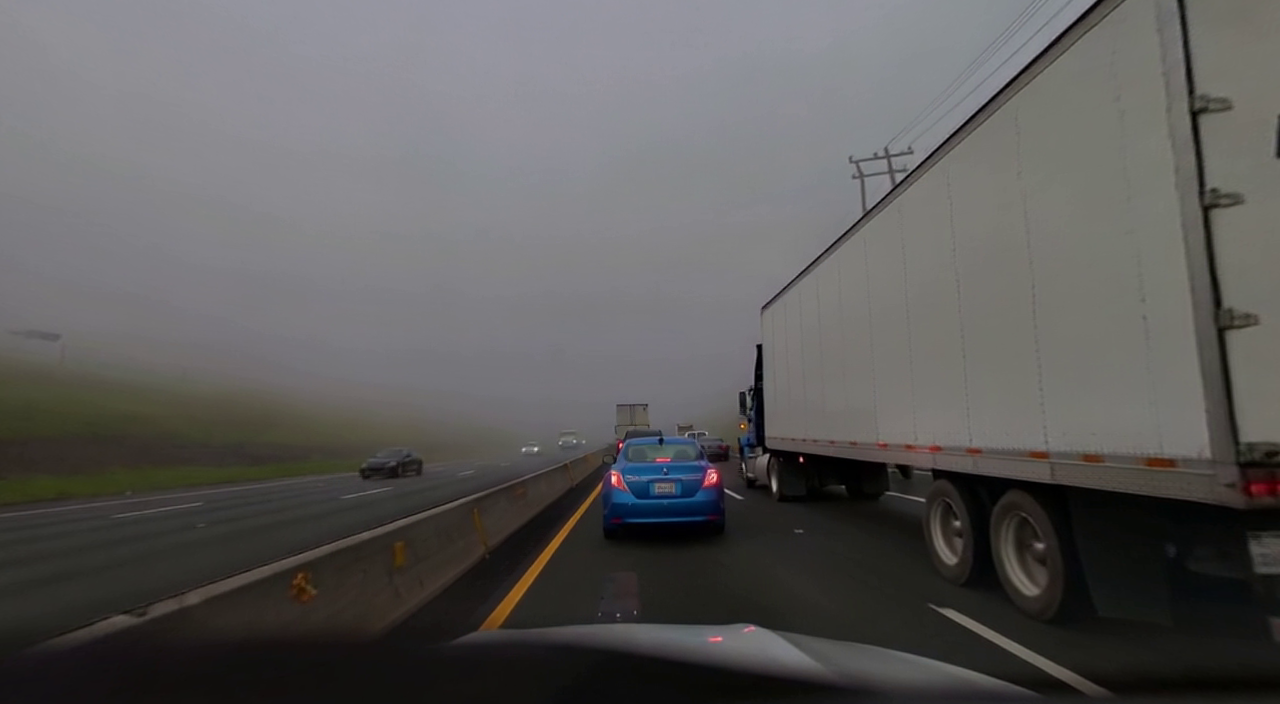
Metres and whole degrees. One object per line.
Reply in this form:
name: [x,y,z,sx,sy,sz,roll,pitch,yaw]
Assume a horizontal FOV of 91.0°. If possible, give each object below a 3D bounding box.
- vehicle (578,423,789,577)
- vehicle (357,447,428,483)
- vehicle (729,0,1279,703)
vehicle: [0.347,1.692,7.951,2.045,1.446,3.597,0,-8,-2]
vehicle: [-11.808,5.404,30.325,1.856,1.559,3.844,-1,-8,0]
vehicle: [4.205,0.628,9.784,3.138,4.065,14.276,0,-8,-2]
